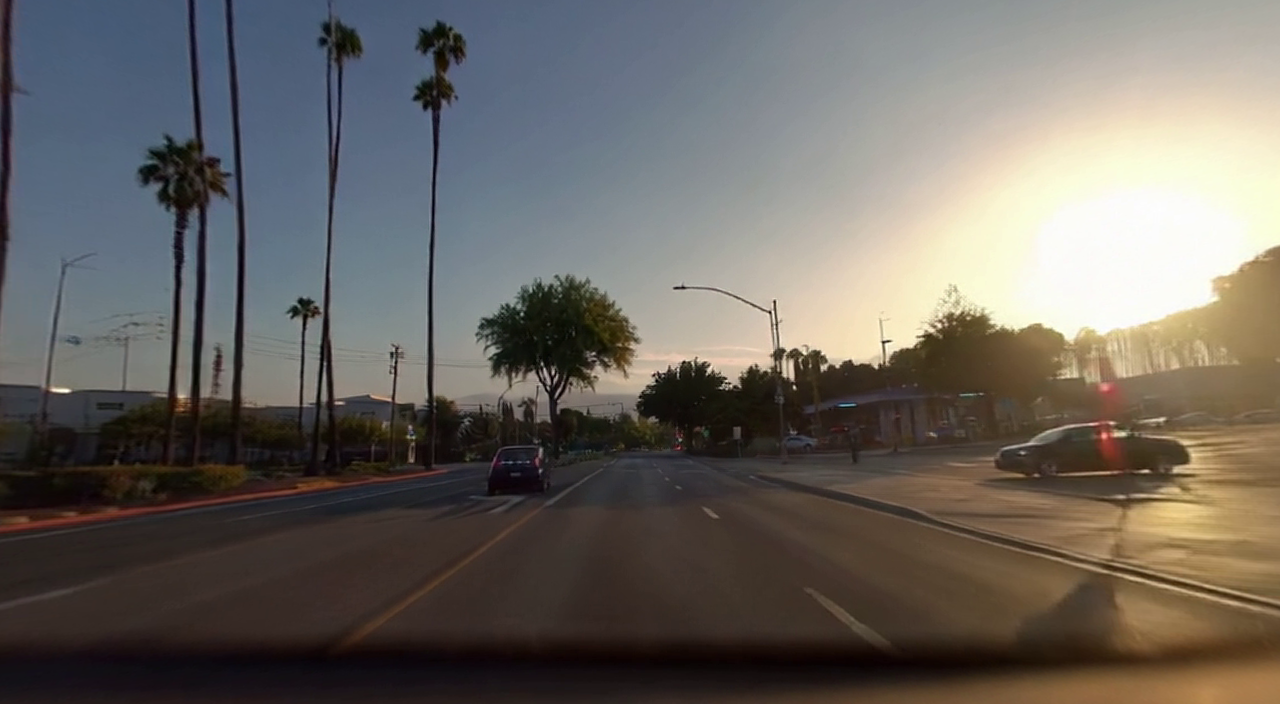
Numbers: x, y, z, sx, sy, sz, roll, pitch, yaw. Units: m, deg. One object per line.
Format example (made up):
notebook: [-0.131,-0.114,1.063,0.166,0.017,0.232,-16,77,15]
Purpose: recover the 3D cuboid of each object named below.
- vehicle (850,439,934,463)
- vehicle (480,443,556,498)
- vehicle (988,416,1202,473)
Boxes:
vehicle: [16.152,6.380,40.681,4.549,1.492,1.981,0,-9,3]
vehicle: [-3.784,3.703,20.251,2.073,1.525,4.809,1,-9,-8]
vehicle: [14.366,2.950,20.169,5.317,1.700,1.901,0,-9,-1]
